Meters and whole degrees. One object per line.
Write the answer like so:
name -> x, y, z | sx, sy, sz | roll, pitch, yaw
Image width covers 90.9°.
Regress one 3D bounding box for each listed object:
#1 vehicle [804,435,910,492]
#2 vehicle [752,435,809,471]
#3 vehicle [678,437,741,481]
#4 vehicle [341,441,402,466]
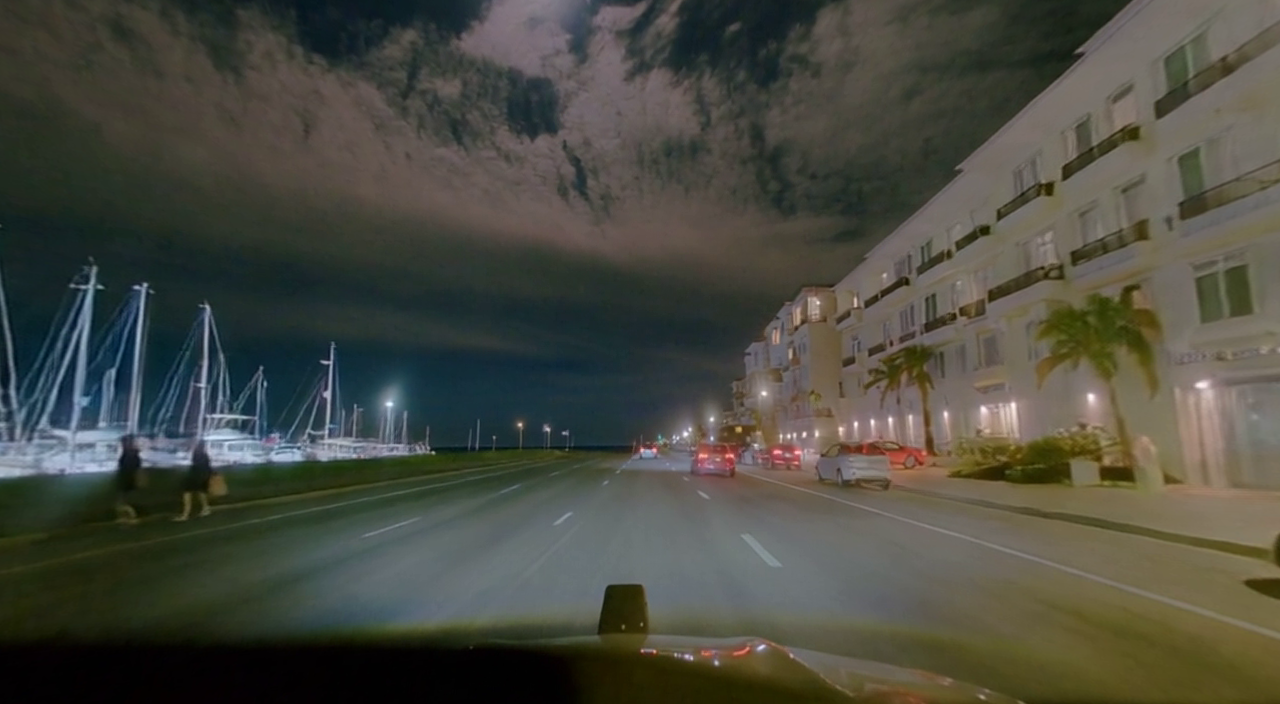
vehicle -> 7.393, 3.838, 22.063 | 2.029, 1.750, 4.825 | -1, -9, 1
vehicle -> 8.162, 5.921, 37.061 | 2.056, 1.896, 5.062 | -1, -9, -1
vehicle -> 2.731, 4.327, 25.705 | 2.047, 1.640, 4.051 | -1, -9, 0
vehicle -> -17.751, 6.766, 41.968 | 1.840, 1.522, 4.695 | -1, -9, 2
